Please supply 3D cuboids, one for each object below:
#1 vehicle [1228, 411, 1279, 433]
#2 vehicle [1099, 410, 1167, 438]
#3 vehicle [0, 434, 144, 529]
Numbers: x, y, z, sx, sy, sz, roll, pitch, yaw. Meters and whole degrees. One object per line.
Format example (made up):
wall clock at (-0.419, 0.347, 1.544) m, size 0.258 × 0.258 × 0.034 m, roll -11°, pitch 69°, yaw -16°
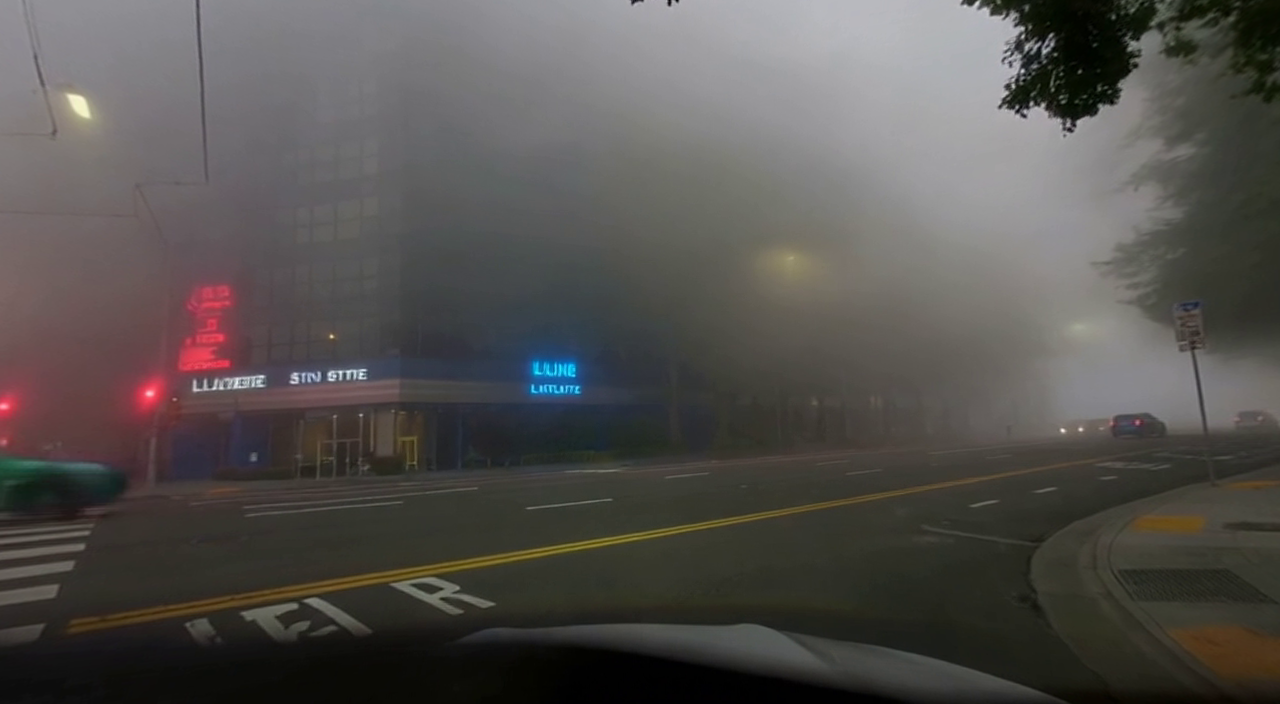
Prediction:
vehicle at (48.493, 5.556, 49.922) m, size 4.377 × 1.624 × 1.953 m, roll 6°, pitch -11°, yaw -35°
vehicle at (33.359, 4.907, 42.704) m, size 4.689 × 1.758 × 2.146 m, roll 6°, pitch -10°, yaw -35°
vehicle at (-11.075, 2.096, 10.353) m, size 4.442 × 1.458 × 1.902 m, roll 6°, pitch -11°, yaw -35°
